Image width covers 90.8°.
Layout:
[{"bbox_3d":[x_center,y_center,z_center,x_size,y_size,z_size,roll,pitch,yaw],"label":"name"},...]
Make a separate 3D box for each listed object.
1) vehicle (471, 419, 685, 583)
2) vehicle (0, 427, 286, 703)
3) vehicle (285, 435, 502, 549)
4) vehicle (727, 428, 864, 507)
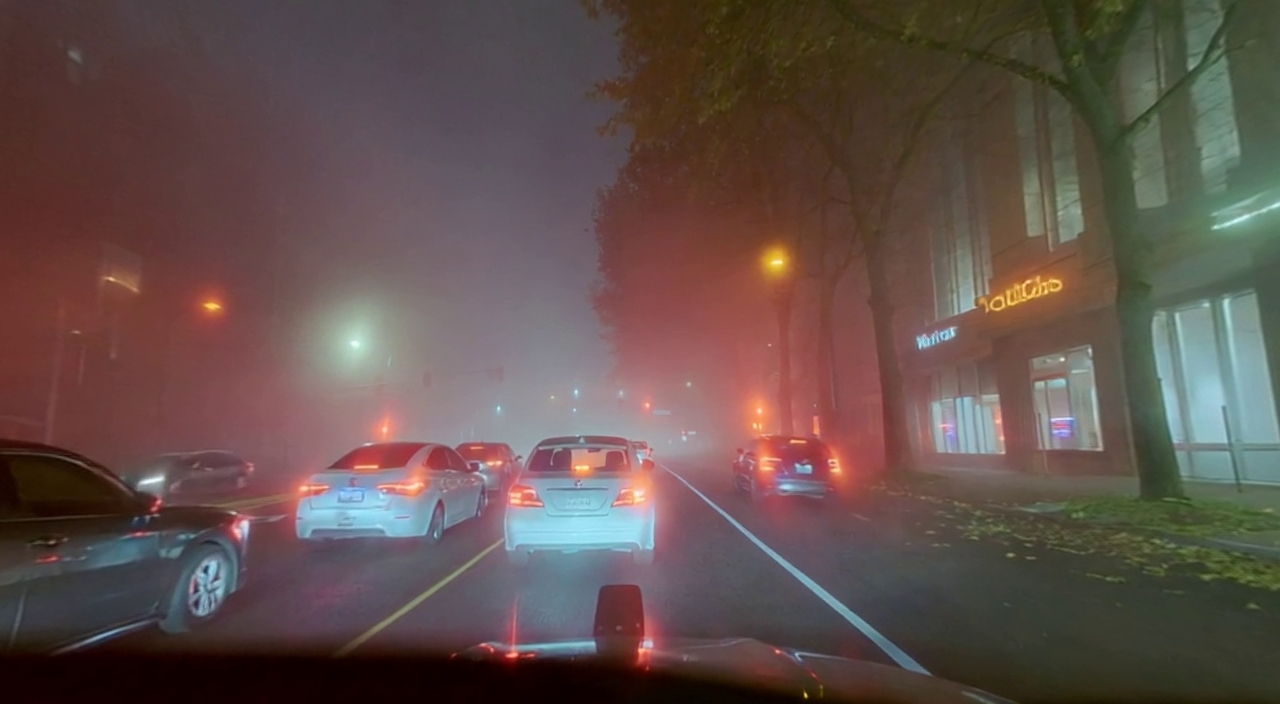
[{"bbox_3d":[-0.625,1.731,8.106,2.042,1.555,3.912,0,-9,-1],"label":"vehicle"},{"bbox_3d":[-4.155,1.134,3.285,2.020,1.457,4.496,0,-9,0],"label":"vehicle"},{"bbox_3d":[-3.736,2.174,10.508,1.950,1.487,4.130,0,-9,0],"label":"vehicle"},{"bbox_3d":[3.583,2.766,15.527,2.097,1.651,4.300,0,-9,-2],"label":"vehicle"}]
